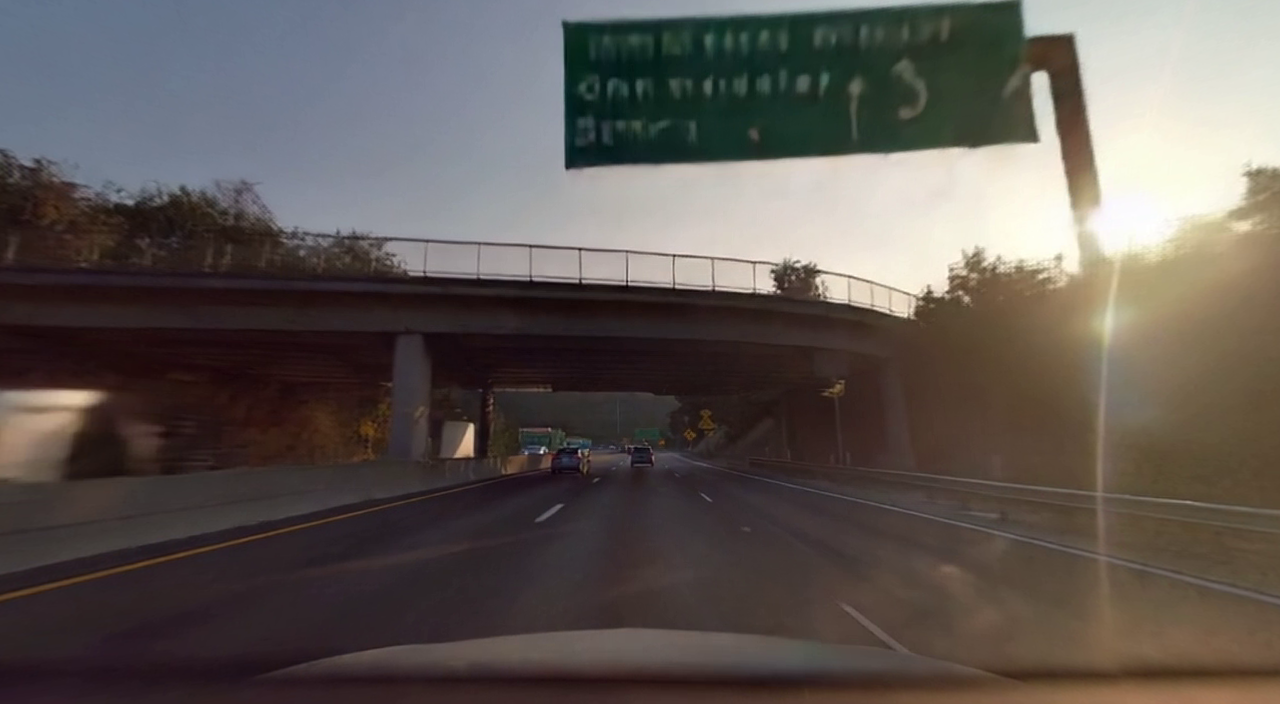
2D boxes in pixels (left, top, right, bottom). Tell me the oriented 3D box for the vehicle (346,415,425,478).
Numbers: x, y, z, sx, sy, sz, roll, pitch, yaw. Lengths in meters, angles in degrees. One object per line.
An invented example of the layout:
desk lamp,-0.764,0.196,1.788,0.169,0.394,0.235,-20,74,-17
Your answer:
vehicle,-17.571,6.594,44.023,2.969,4.056,6.010,0,-9,0

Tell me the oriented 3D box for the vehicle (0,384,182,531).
vehicle,-13.610,2.236,13.459,2.485,2.795,6.720,0,-9,0

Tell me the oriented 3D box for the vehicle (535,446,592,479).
vehicle,-3.665,5.392,31.151,2.157,1.483,4.601,0,-9,1

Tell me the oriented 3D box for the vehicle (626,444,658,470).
vehicle,0.113,6.985,42.034,2.011,1.590,3.607,0,-9,0
